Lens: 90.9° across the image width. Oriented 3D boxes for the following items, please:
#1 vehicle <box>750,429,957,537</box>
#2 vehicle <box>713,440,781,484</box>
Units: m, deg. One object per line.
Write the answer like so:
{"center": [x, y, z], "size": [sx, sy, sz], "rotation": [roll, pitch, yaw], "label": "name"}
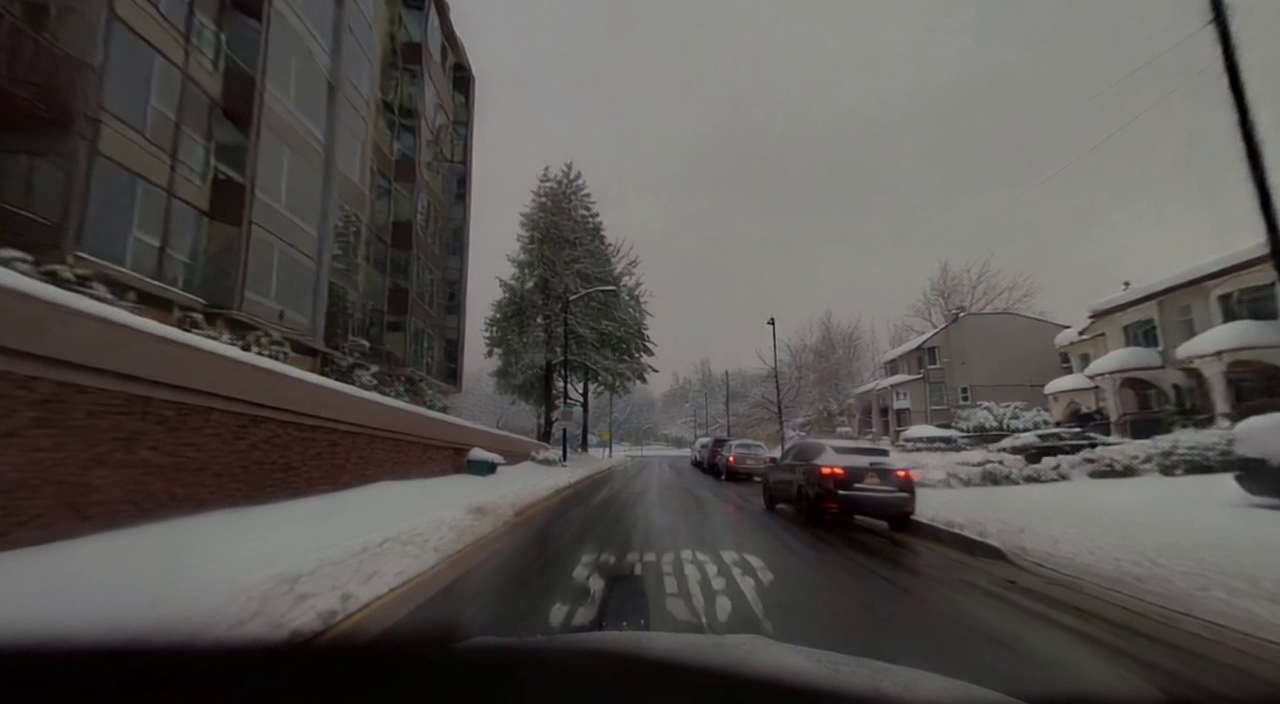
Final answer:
{"center": [3.395, 2.179, 11.154], "size": [2.024, 1.475, 4.565], "rotation": [0, -8, 0], "label": "vehicle"}
{"center": [3.770, 3.956, 22.955], "size": [1.848, 1.442, 4.425], "rotation": [-1, -8, 2], "label": "vehicle"}
